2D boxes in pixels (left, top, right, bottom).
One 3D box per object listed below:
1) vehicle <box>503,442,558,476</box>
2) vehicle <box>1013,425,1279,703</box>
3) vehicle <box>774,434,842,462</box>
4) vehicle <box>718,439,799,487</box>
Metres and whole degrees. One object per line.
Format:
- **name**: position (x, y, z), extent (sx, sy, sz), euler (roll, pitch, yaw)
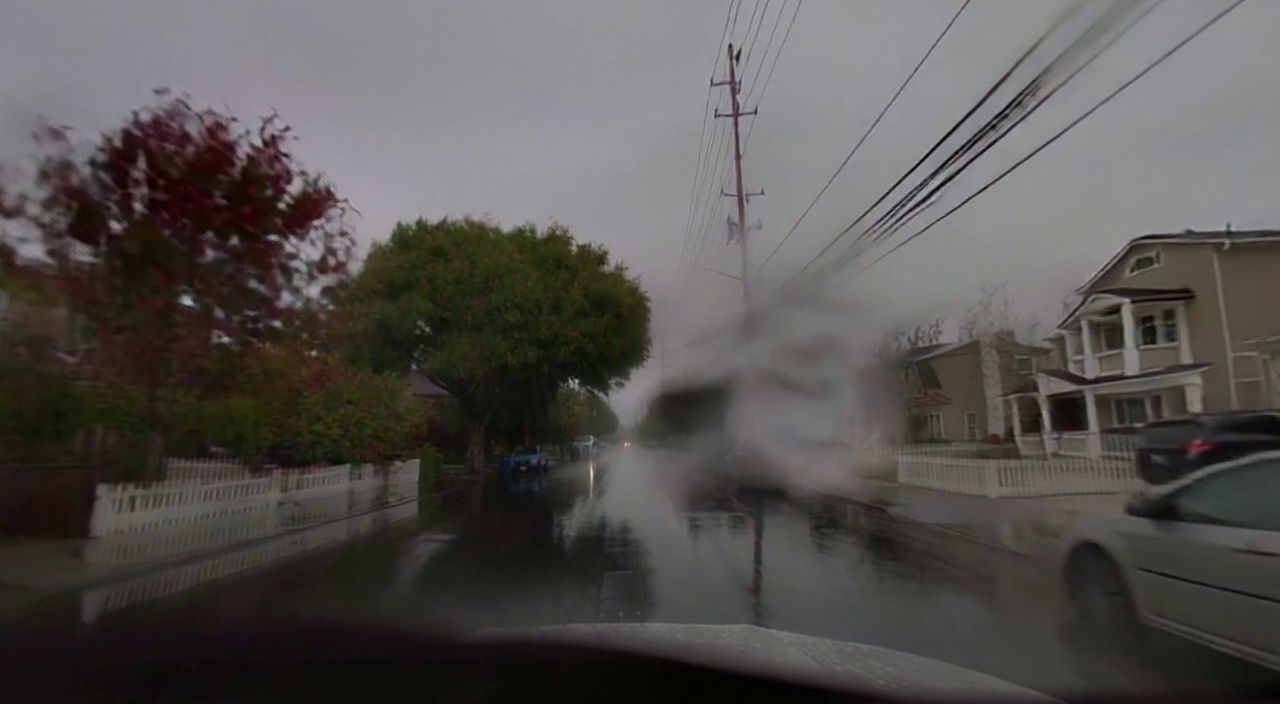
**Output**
- **vehicle**: position (-5.791, 5.696, 34.090), extent (1.954, 1.551, 5.128), euler (-3, -7, 1)
- **vehicle**: position (4.208, 1.058, 2.811), extent (1.936, 1.464, 5.141), euler (0, -9, 0)
- **vehicle**: position (11.427, 6.581, 43.160), extent (4.293, 1.657, 1.961), euler (-3, -13, 14)
- **vehicle**: position (4.180, 3.990, 22.975), extent (2.020, 1.558, 3.925), euler (1, -9, -3)
